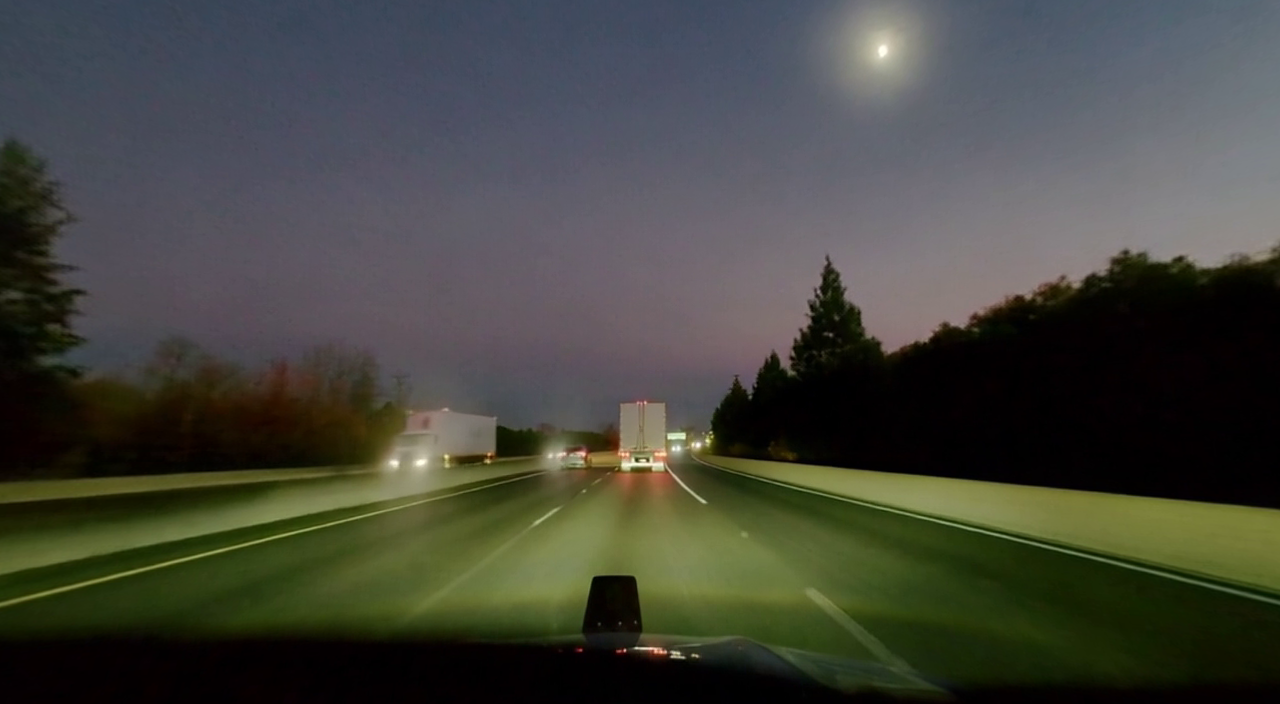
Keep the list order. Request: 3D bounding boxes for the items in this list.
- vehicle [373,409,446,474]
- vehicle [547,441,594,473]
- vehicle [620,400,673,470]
[{"bbox_3d":[-14.613,5.749,40.046,2.934,3.940,3.841,0,-9,2],"label":"vehicle"},{"bbox_3d":[-3.803,5.860,35.040,2.112,1.645,4.129,0,-9,0],"label":"vehicle"},{"bbox_3d":[0.338,5.734,42.433,3.100,4.091,10.664,0,-9,0],"label":"vehicle"}]
